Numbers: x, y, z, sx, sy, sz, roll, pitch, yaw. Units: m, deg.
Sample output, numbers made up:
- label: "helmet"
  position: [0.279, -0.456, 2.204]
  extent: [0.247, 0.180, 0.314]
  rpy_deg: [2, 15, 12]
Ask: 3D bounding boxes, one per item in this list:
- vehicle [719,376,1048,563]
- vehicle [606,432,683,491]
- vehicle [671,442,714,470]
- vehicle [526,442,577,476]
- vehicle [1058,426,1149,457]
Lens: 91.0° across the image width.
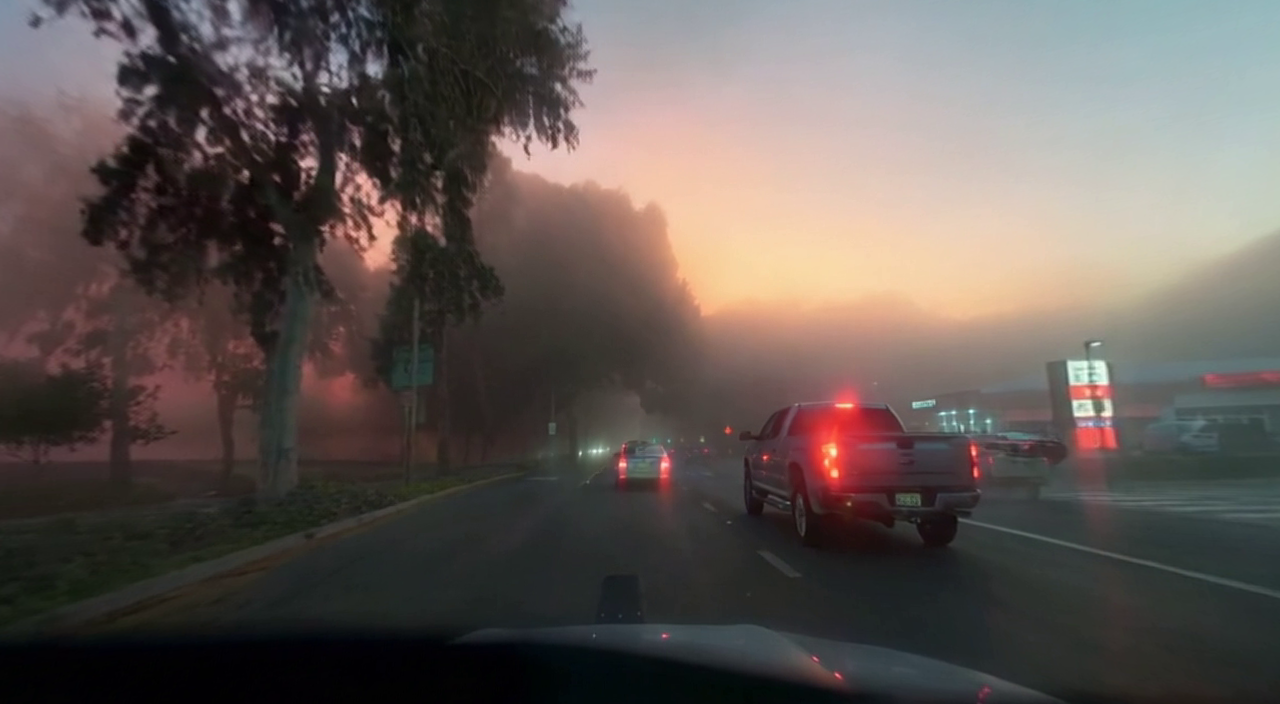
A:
- label: "vehicle"
  position: [3.158, 1.779, 10.248]
  extent: [2.731, 2.101, 6.047]
  rpy_deg: [1, -9, -2]
- label: "vehicle"
  position: [0.078, 3.400, 19.791]
  extent: [2.145, 1.650, 4.021]
  rpy_deg: [0, -9, -1]
- label: "vehicle"
  position: [2.868, 5.862, 35.531]
  extent: [1.970, 1.464, 4.249]
  rpy_deg: [0, -9, -1]
- label: "vehicle"
  position: [-4.126, 5.034, 29.939]
  extent: [1.960, 1.475, 4.161]
  rpy_deg: [0, -9, -2]
- label: "vehicle"
  position: [28.720, 5.575, 39.086]
  extent: [3.992, 1.669, 1.803]
  rpy_deg: [-3, -9, 3]
